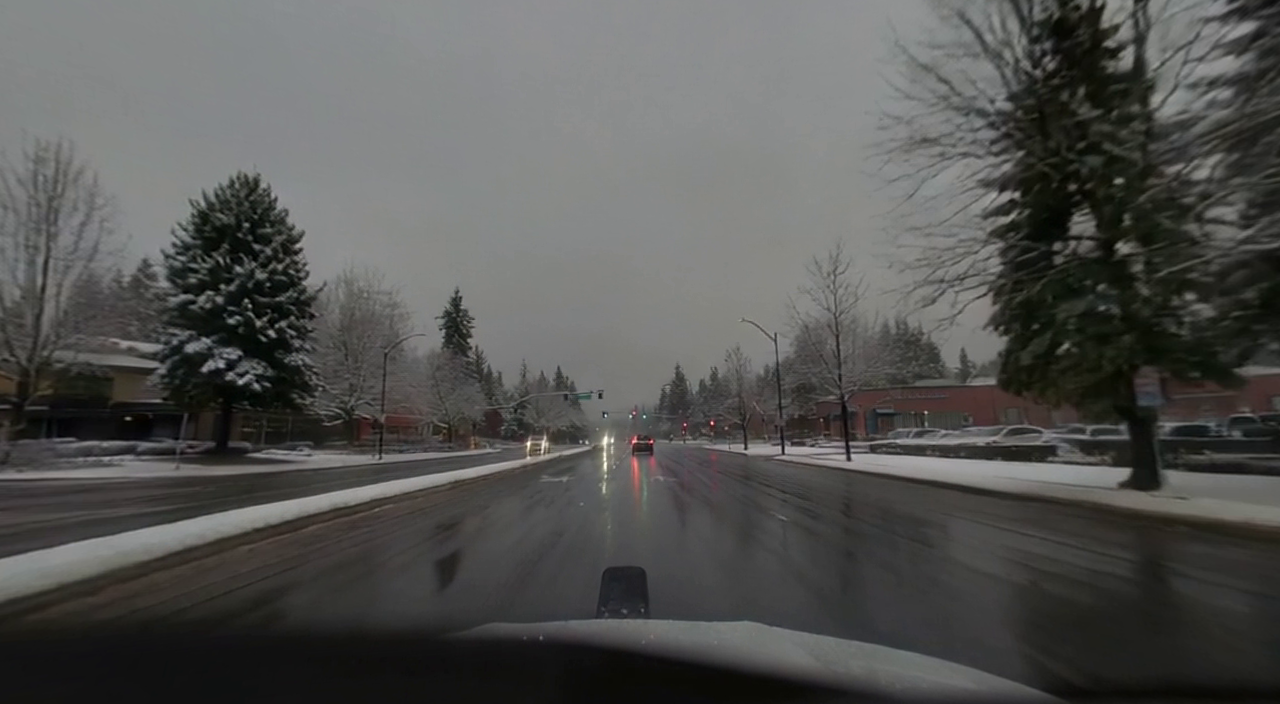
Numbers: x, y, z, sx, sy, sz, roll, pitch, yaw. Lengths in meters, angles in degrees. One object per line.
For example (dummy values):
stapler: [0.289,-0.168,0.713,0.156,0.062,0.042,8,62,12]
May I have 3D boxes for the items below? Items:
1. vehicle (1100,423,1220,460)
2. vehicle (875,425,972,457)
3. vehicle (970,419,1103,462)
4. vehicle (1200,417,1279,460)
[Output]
vehicle: [19.407,3.357,23.616,3.192,1.329,1.505,0,-9,-5]
vehicle: [17.784,5.632,39.785,5.117,1.933,2.035,-1,-8,3]
vehicle: [18.207,4.104,29.066,4.904,1.577,1.863,-3,-9,-7]
vehicle: [20.615,2.840,20.932,3.179,1.322,1.521,1,-8,-19]
